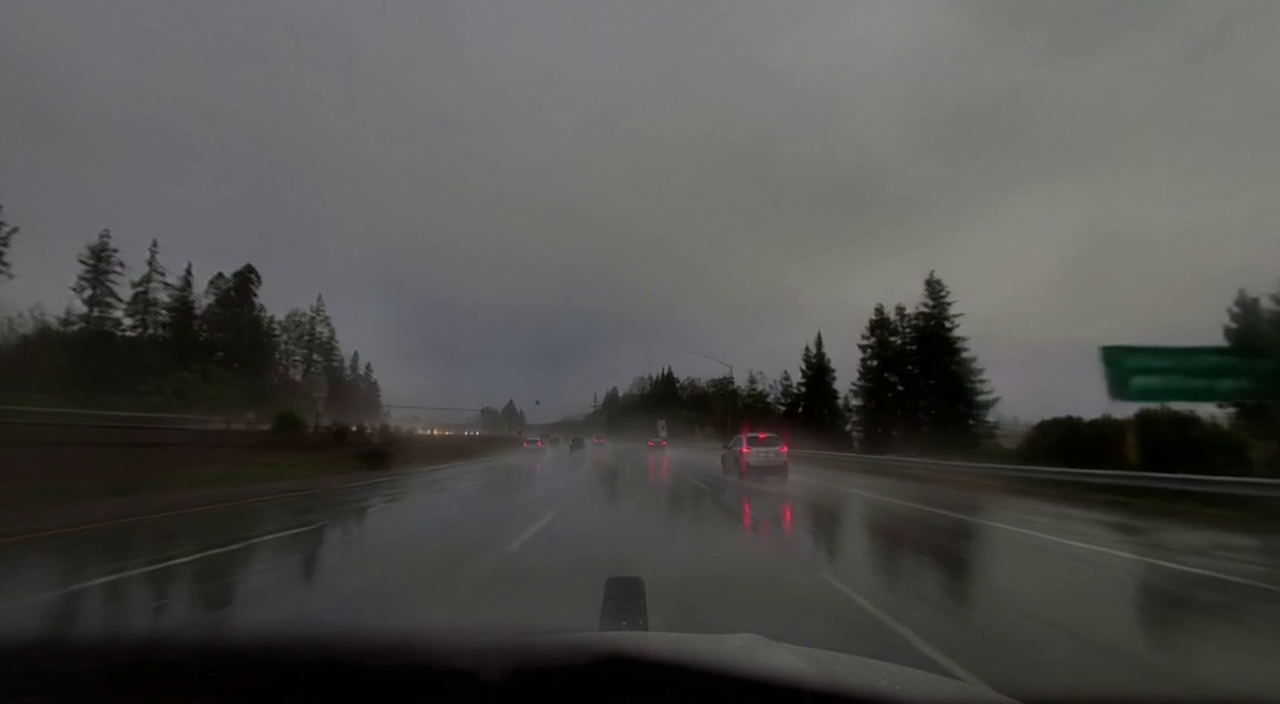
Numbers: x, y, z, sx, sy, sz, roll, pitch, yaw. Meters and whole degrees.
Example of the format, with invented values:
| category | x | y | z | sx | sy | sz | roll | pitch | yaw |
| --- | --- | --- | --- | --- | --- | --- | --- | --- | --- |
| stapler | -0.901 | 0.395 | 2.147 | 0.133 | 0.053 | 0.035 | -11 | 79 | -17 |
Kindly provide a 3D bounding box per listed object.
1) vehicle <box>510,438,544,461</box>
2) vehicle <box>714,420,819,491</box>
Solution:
| category | x | y | z | sx | sy | sz | roll | pitch | yaw |
| --- | --- | --- | --- | --- | --- | --- | --- | --- | --- |
| vehicle | -8.851 | 7.666 | 49.637 | 2.064 | 1.645 | 4.286 | 0 | -8 | -3 |
| vehicle | 3.524 | 2.992 | 18.509 | 2.043 | 1.795 | 4.347 | 0 | -8 | -2 |
